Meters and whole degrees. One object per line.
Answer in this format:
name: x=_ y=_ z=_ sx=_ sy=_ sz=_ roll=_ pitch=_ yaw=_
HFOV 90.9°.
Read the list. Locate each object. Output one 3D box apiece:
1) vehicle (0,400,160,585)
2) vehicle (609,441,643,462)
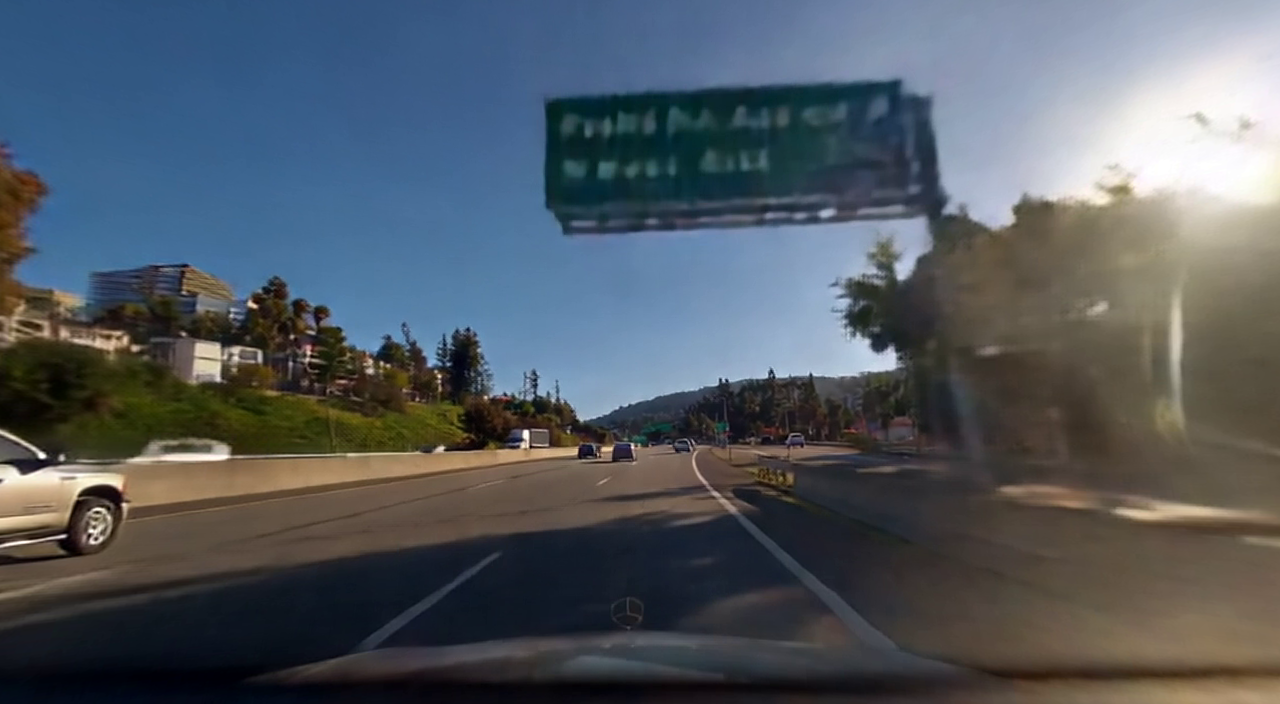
vehicle: x=-6.686 y=1.157 z=4.971 sx=1.923 sy=1.630 sz=4.857 roll=0 pitch=-8 yaw=1
vehicle: x=-1.015 y=7.557 z=48.126 sx=2.112 sy=1.489 sz=4.266 roll=-1 pitch=-8 yaw=5
